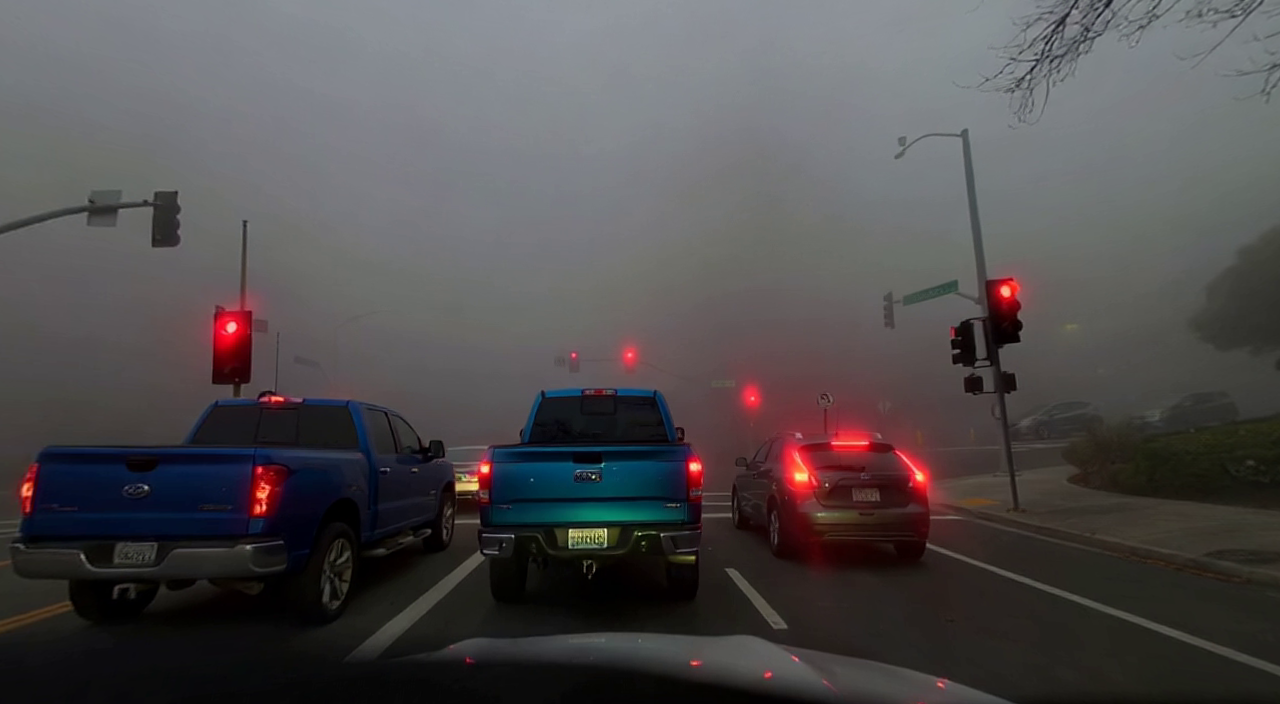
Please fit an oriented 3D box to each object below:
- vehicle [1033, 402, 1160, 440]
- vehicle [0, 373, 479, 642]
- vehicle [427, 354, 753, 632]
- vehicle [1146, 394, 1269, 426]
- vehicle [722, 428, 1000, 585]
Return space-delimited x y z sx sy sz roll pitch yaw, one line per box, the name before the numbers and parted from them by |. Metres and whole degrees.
vehicle | 23.352 3.578 32.488 4.721 1.866 2.188 0 -9 2
vehicle | -3.464 1.437 6.961 2.146 1.828 5.148 0 -9 -2
vehicle | -0.392 1.314 6.760 2.282 1.964 4.421 0 -9 -1
vehicle | 29.279 3.036 32.697 4.540 1.543 1.803 0 -9 0
vehicle | 2.411 1.815 8.306 2.016 1.481 4.336 0 -9 -1
